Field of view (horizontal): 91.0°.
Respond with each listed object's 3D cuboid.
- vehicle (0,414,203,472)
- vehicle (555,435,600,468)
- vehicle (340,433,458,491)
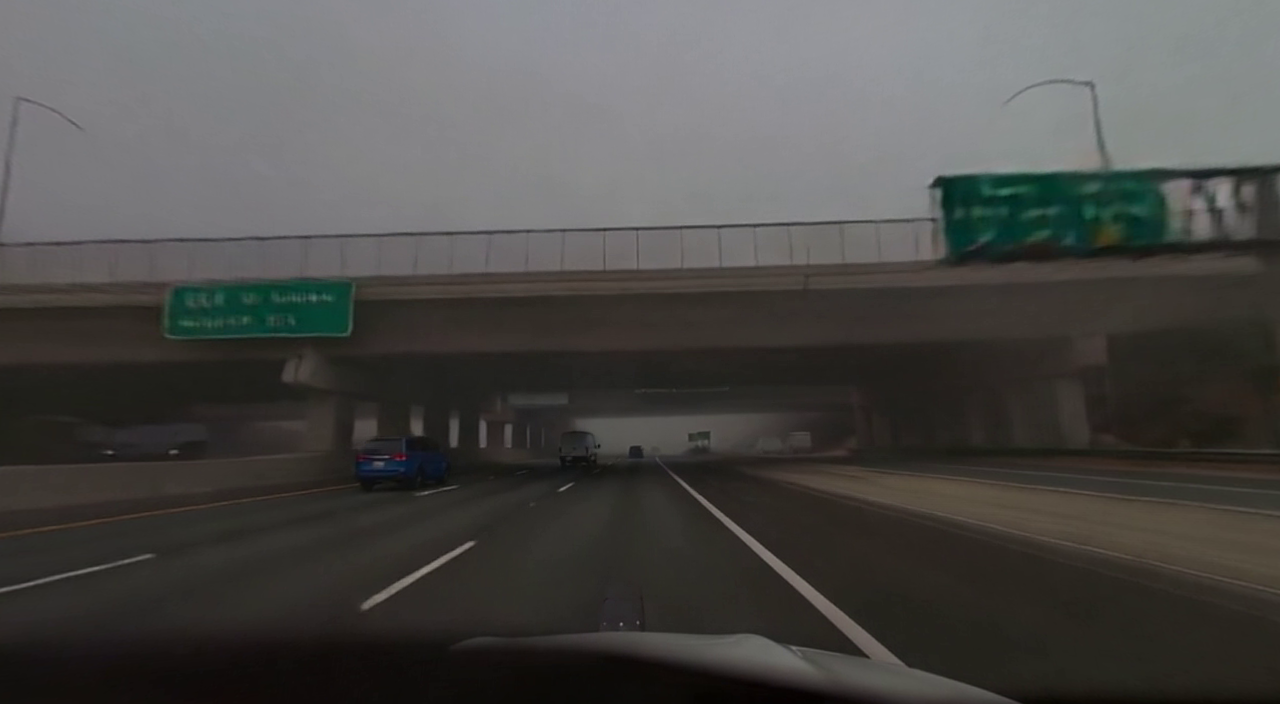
[{"bbox_3d":[-41.288,7.147,49.309,2.851,3.802,15.642,0,-8,0],"label":"vehicle"},{"bbox_3d":[-3.687,5.978,38.054,2.144,1.847,4.850,0,-8,1],"label":"vehicle"},{"bbox_3d":[-7.896,3.625,21.190,2.092,1.712,4.627,0,-8,1],"label":"vehicle"}]
